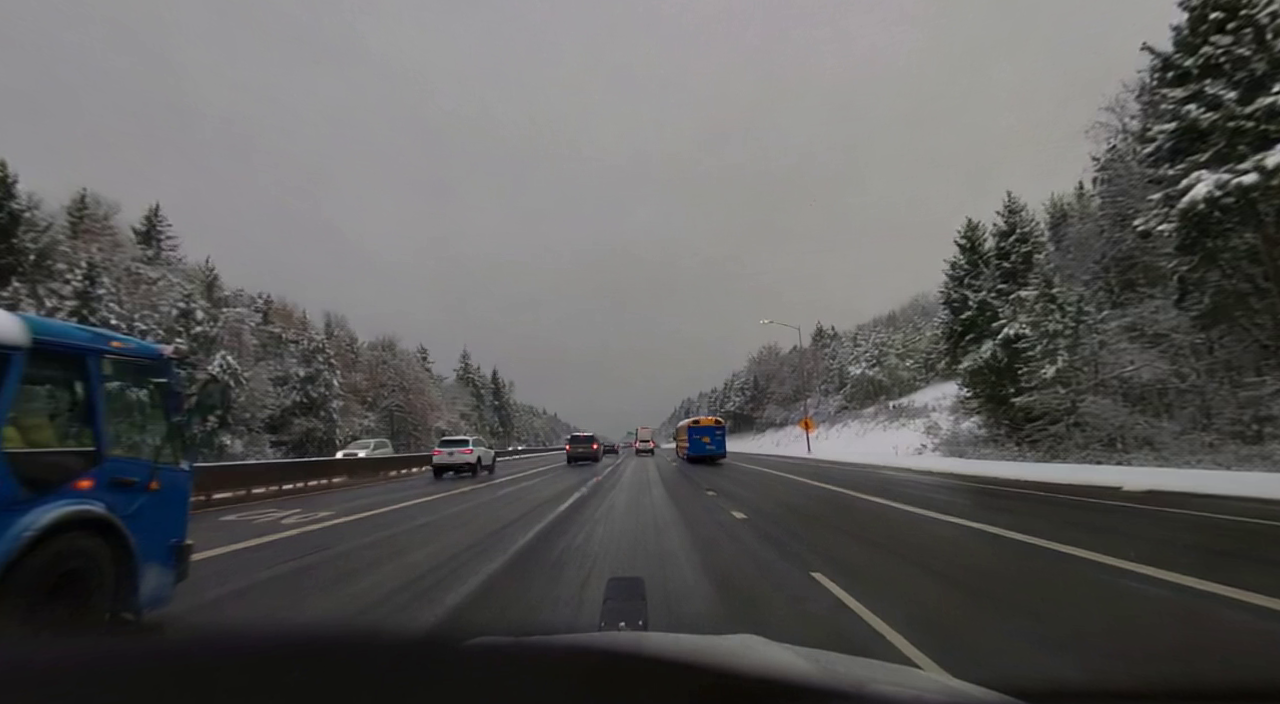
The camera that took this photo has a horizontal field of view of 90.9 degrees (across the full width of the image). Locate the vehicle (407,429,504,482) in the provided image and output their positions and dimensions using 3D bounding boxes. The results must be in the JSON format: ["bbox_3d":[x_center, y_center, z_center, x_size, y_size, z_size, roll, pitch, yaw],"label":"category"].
[{"bbox_3d":[-7.108,4.048,24.954,2.217,1.870,5.075,0,-8,1],"label":"vehicle"}]

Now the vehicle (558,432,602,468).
[{"bbox_3d":[-3.351,5.579,36.043,2.016,1.898,4.458,0,-8,1],"label":"vehicle"}]

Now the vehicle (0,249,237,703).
[{"bbox_3d":[-3.576,0.374,0.621,2.401,1.977,5.888,0,-8,1],"label":"vehicle"}]

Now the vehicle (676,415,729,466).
[{"bbox_3d":[3.761,5.536,39.321,2.573,2.828,6.754,0,-8,0],"label":"vehicle"}]

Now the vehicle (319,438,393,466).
[{"bbox_3d":[-18.960,6.726,42.486,2.484,1.728,5.420,0,-8,-1],"label":"vehicle"}]
